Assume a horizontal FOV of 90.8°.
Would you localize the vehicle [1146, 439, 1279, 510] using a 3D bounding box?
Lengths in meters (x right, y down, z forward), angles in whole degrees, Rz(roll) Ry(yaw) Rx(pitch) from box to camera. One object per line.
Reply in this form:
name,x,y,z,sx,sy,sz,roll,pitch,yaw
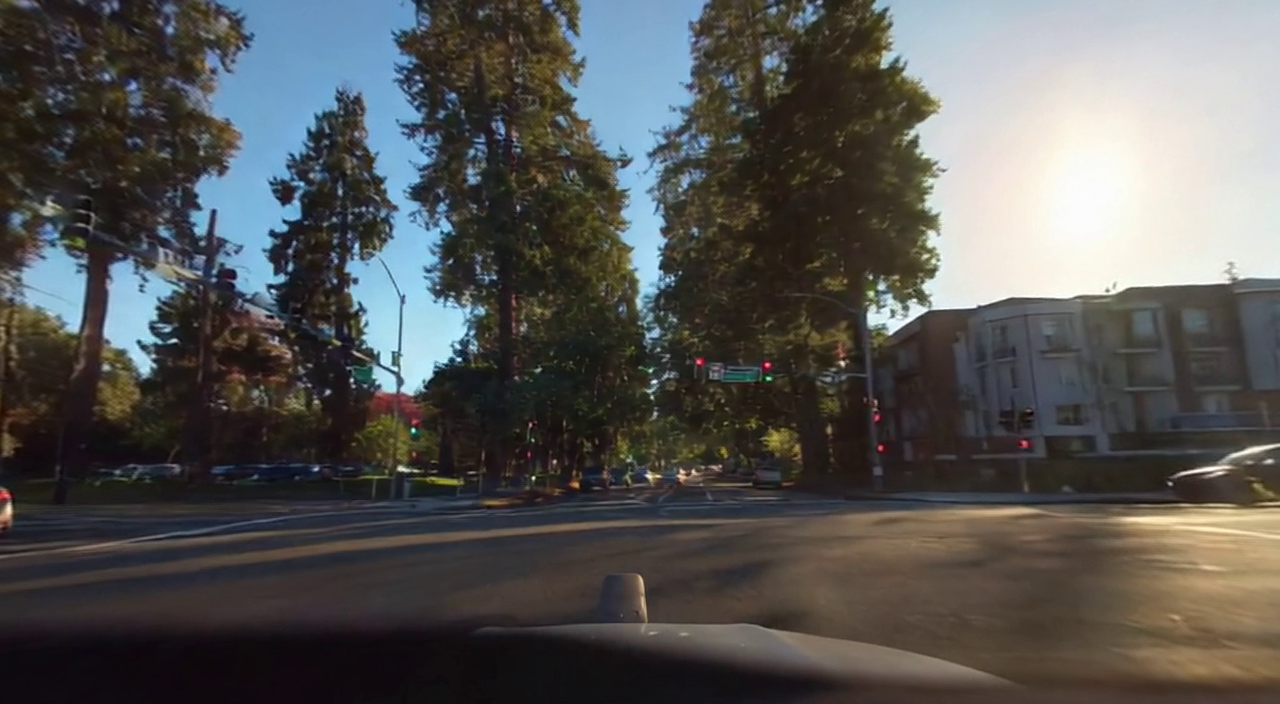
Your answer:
vehicle,18.687,3.537,18.573,5.220,1.897,2.596,-1,-8,7
